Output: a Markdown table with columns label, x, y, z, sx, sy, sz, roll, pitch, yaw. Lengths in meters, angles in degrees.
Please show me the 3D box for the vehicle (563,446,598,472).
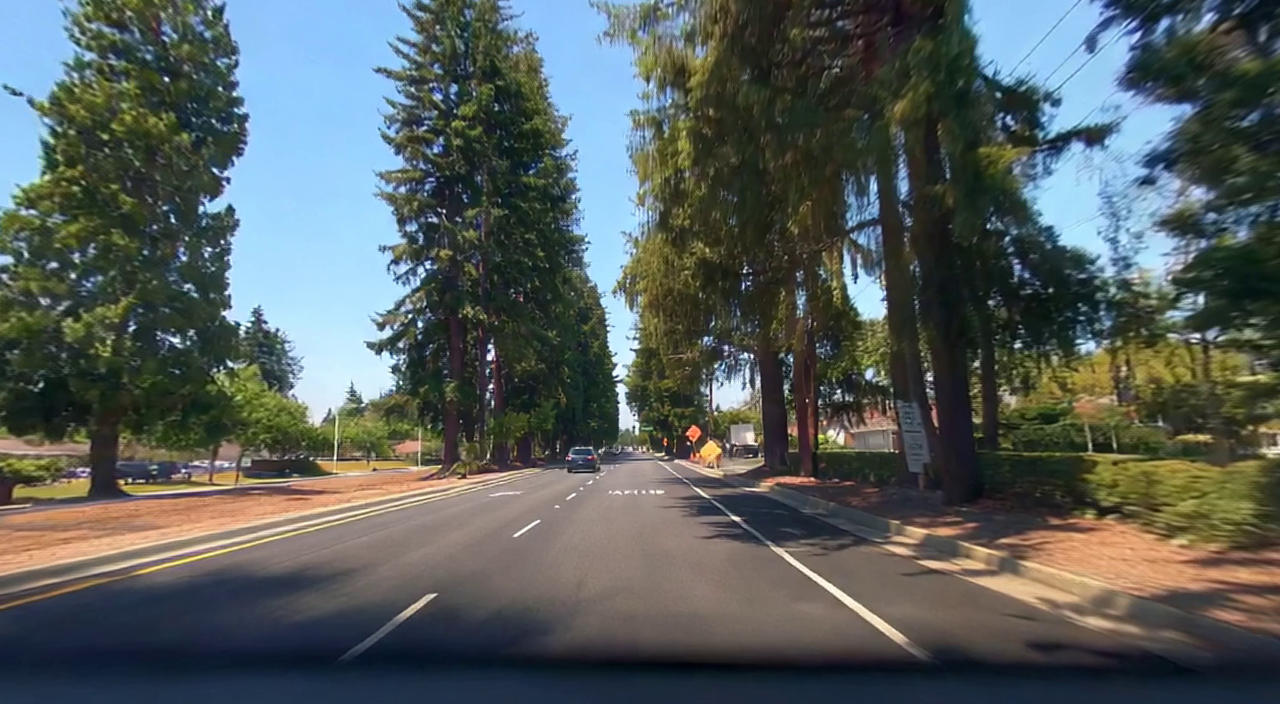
| label | x | y | z | sx | sy | sz | roll | pitch | yaw |
| --- | --- | --- | --- | --- | --- | --- | --- | --- | --- |
| vehicle | -3.924 | 7.145 | 42.336 | 1.992 | 1.608 | 3.868 | 0 | -9 | 0 |
